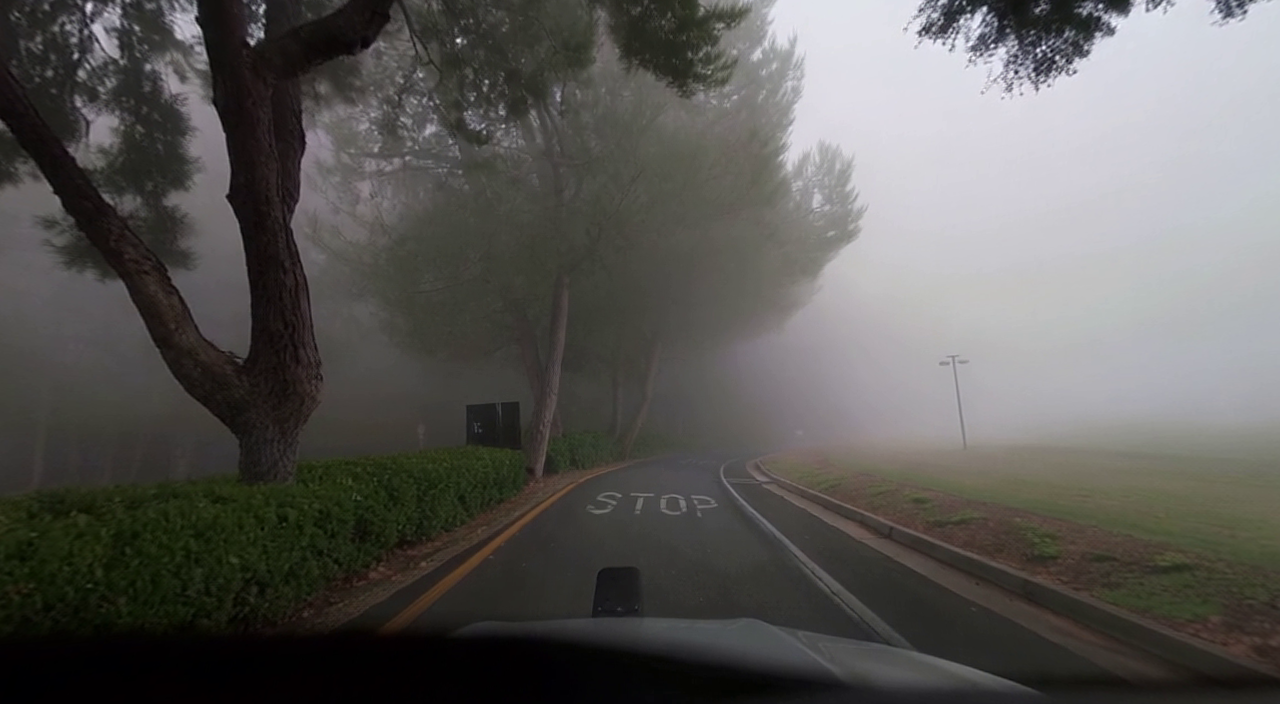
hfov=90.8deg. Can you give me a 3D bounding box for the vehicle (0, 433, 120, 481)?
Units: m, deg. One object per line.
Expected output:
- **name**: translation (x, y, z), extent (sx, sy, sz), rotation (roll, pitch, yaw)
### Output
- **vehicle**: translation (-28.356, 5.080, 30.617), extent (4.733, 1.892, 1.939), rotation (-4, -4, 2)

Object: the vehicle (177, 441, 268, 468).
- **vehicle**: translation (-24.807, 6.097, 37.632), extent (4.007, 1.459, 1.952), rotation (-1, -9, 0)
